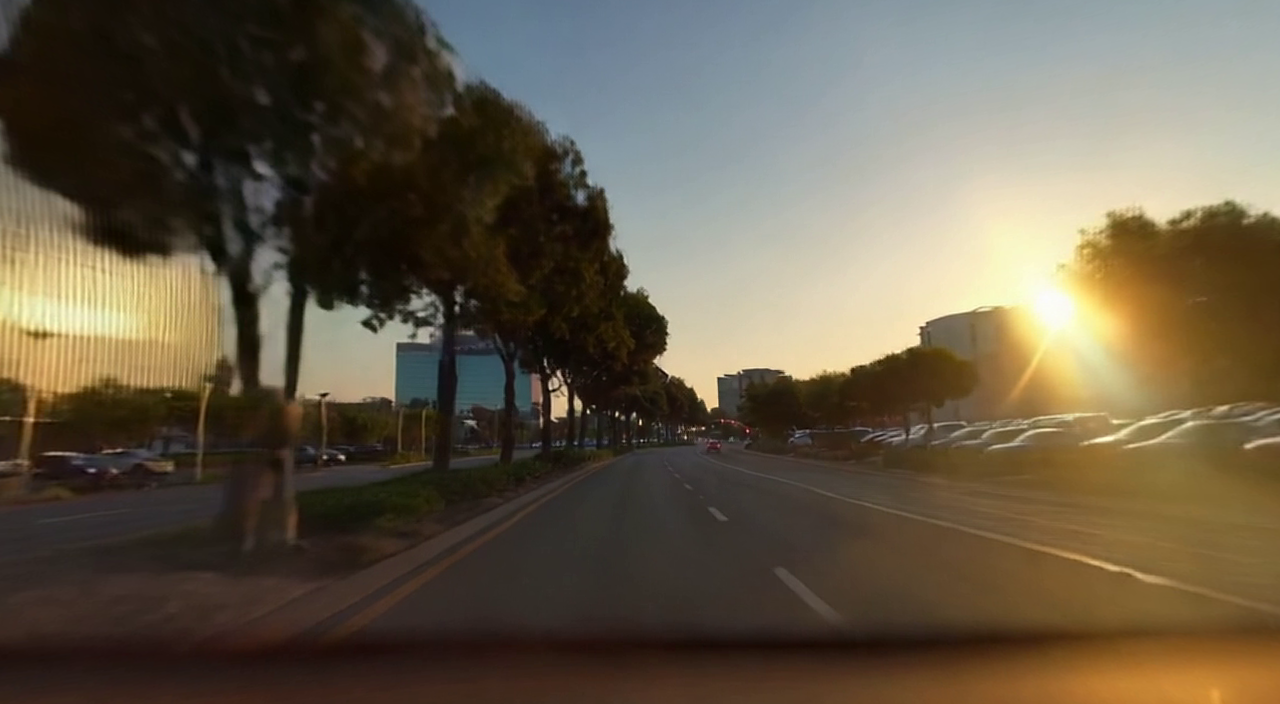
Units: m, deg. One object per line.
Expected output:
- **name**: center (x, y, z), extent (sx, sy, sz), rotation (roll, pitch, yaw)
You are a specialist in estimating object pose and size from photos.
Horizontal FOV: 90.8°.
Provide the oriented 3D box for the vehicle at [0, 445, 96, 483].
- **vehicle**: center (-29.445, 5.430, 30.512), extent (4.470, 1.480, 1.989), rotation (-4, -10, -1)
